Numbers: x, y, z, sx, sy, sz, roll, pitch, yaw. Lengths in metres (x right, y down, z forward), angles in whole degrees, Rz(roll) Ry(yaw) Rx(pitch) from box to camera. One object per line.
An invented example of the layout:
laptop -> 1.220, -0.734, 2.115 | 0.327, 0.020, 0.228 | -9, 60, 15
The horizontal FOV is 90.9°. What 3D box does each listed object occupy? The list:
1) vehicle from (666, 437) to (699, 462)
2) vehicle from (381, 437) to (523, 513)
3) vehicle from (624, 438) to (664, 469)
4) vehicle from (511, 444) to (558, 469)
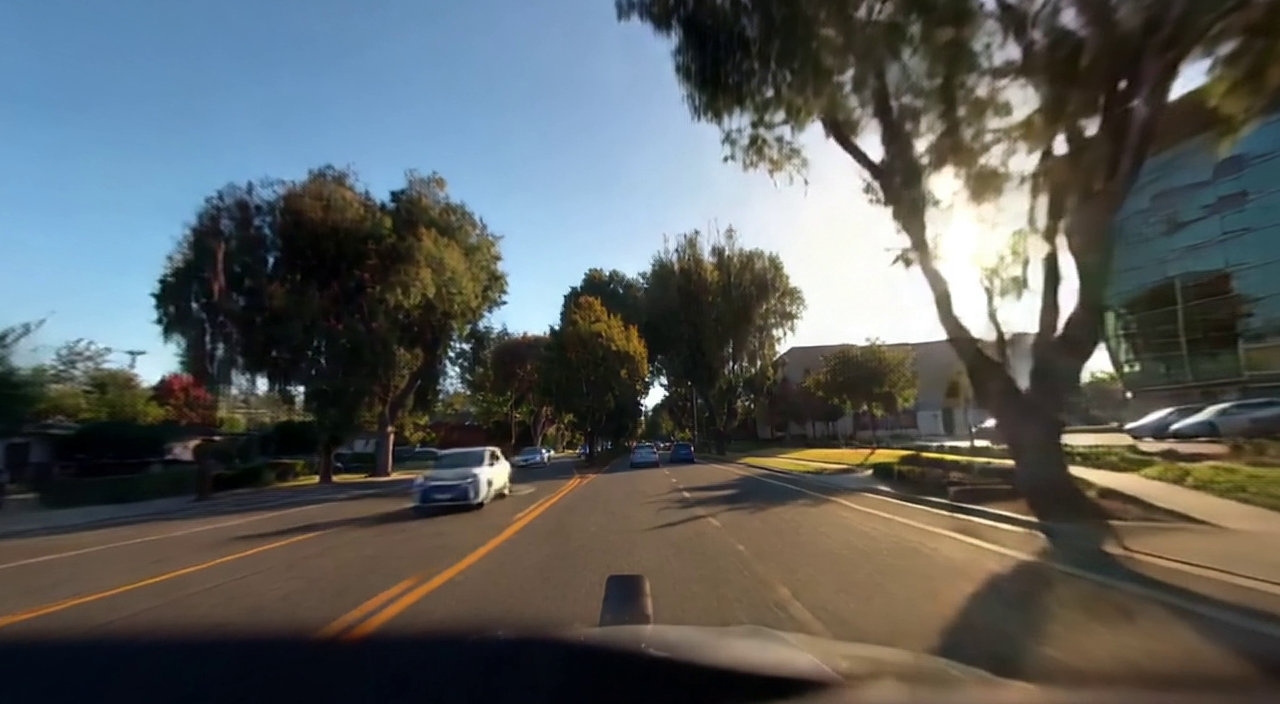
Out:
vehicle -> 3.167, 7.417, 47.941 | 2.189, 1.766, 4.495 | 0, -8, -1
vehicle -> -4.188, 2.787, 14.904 | 2.014, 1.487, 4.591 | 0, -8, -1
vehicle -> 0.208, 5.654, 35.270 | 2.109, 1.612, 3.963 | 0, -8, 0
vehicle -> -6.487, 6.475, 39.384 | 2.081, 1.477, 4.760 | 0, -8, 1
